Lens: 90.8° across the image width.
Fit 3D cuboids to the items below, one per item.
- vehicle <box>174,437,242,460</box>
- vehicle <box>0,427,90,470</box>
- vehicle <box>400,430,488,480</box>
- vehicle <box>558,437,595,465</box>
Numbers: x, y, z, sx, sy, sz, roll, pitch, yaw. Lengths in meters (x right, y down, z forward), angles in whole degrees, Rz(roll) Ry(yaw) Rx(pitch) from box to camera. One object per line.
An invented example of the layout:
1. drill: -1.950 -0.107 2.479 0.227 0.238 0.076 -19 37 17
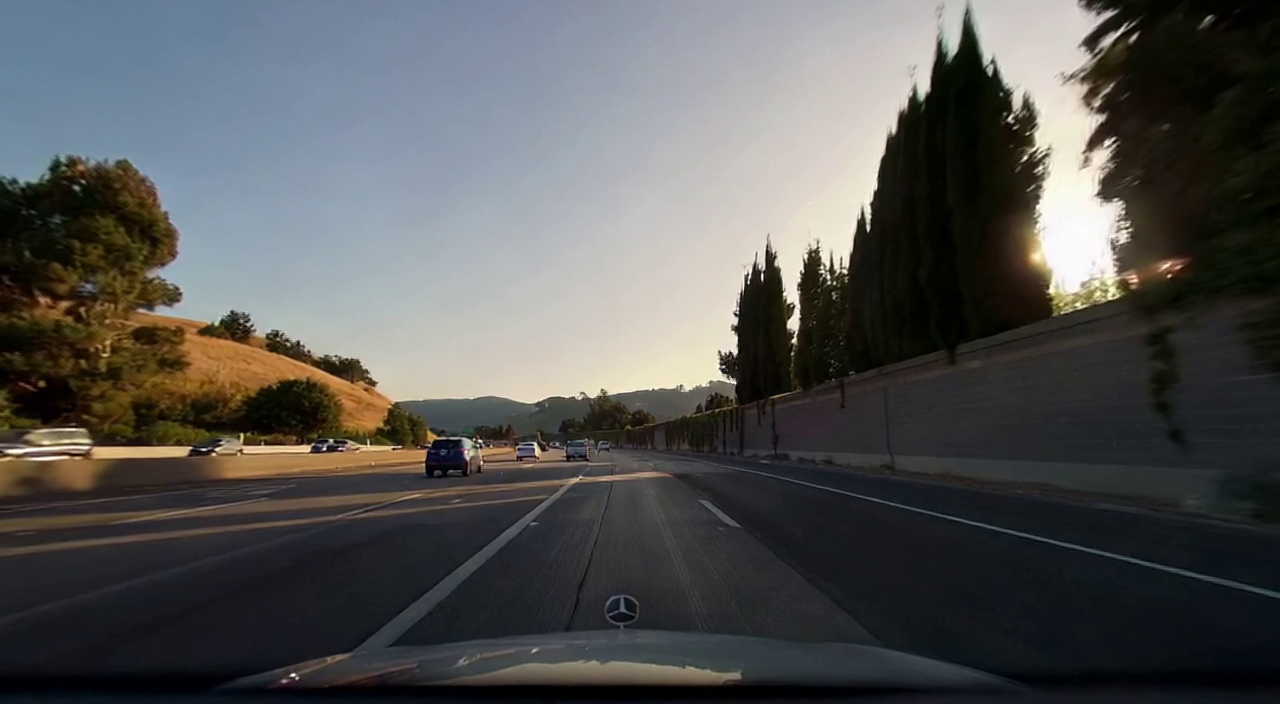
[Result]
1. vehicle: -32.227 7.202 47.288 1.948 1.595 4.502 0 -9 -2
2. vehicle: -24.556 3.767 24.708 1.868 1.573 4.676 0 -9 -1
3. vehicle: -7.650 4.091 25.257 2.074 1.768 4.805 0 -9 -1
4. vehicle: -4.125 6.519 41.644 2.115 1.713 4.263 0 -9 -2
